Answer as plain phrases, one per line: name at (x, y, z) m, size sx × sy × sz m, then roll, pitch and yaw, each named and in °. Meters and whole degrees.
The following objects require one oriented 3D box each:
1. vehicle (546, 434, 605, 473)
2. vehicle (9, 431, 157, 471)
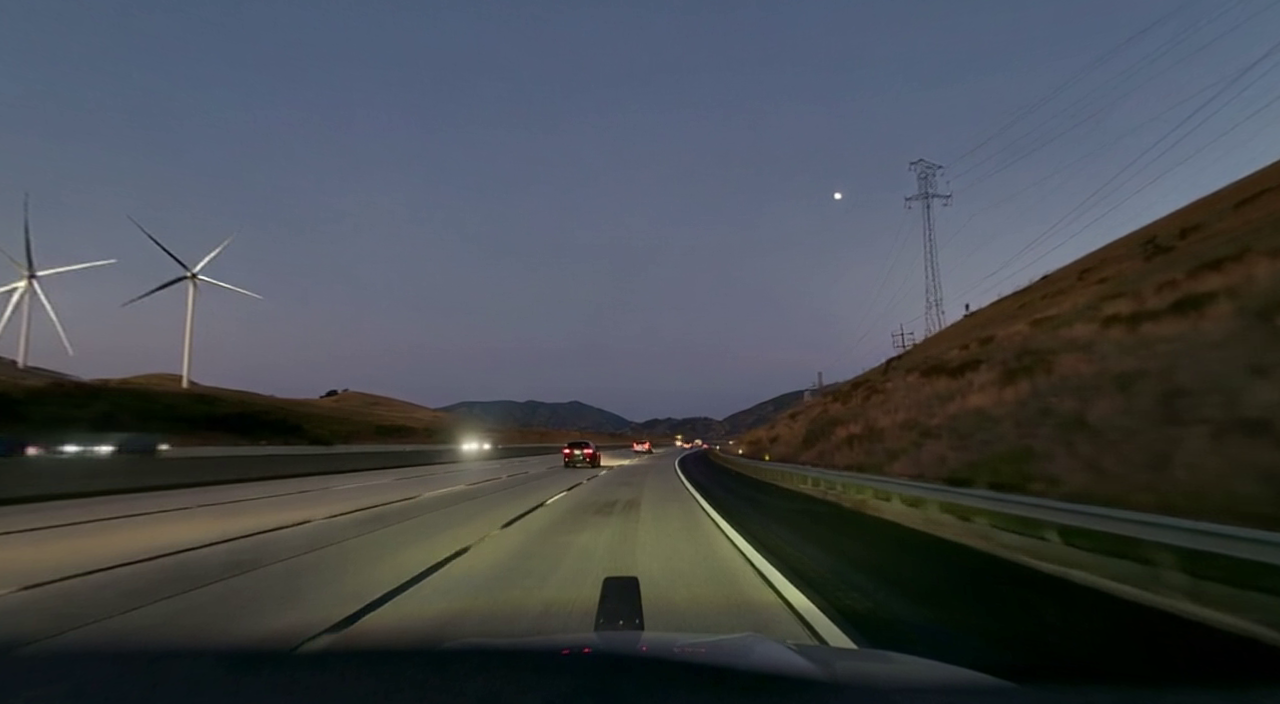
vehicle at (-2.948, 4.830, 29.998) m, size 2.118 × 1.702 × 4.355 m, roll 0°, pitch -9°, yaw 3°
vehicle at (-24.598, 4.407, 28.134) m, size 1.993 × 1.592 × 4.908 m, roll 0°, pitch -9°, yaw 2°
